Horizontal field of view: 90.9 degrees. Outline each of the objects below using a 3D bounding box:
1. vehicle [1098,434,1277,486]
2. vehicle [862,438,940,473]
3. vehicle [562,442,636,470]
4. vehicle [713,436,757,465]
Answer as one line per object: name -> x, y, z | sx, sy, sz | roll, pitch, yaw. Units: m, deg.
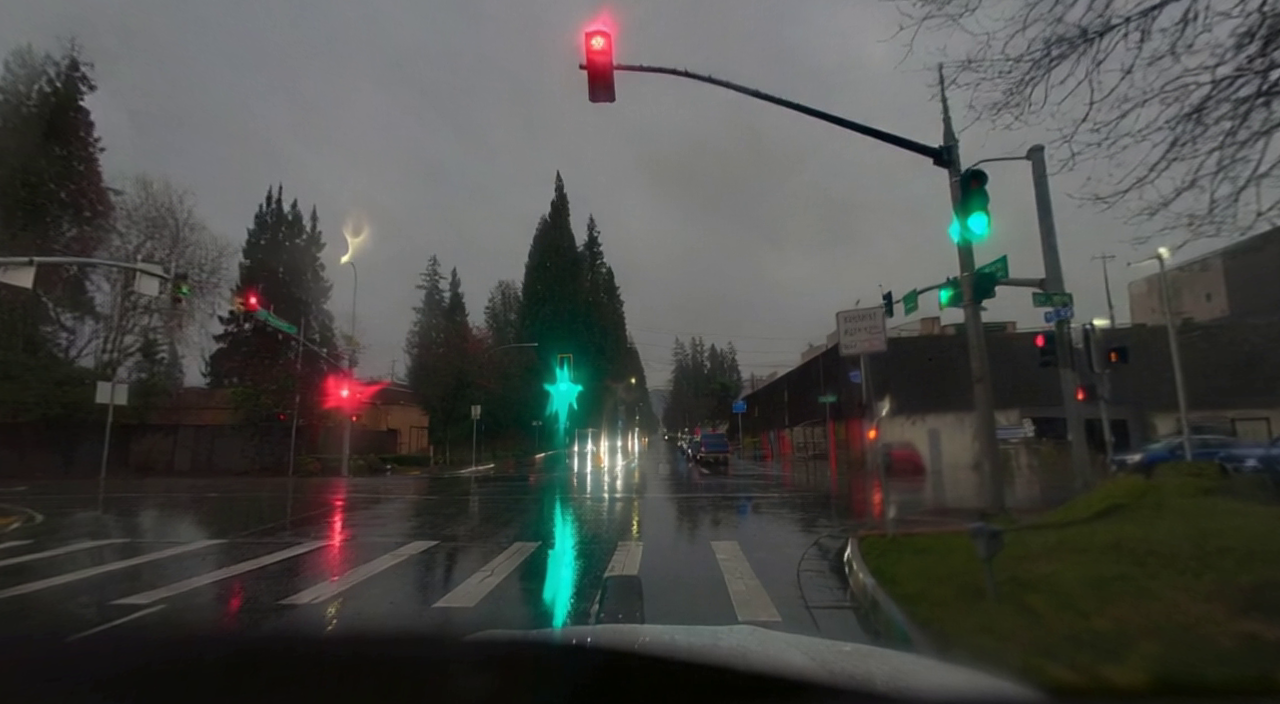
vehicle -> 16.806, 3.321, 19.512 | 3.876, 1.512, 1.784 | 0, -8, -1
vehicle -> 12.406, 5.040, 30.271 | 1.922, 1.529, 3.964 | 0, -11, -2
vehicle -> -2.445, 6.153, 37.555 | 3.991, 1.526, 1.868 | -5, -9, 30
vehicle -> 6.912, 7.200, 46.170 | 1.491, 2.041, 2.964 | 6, -9, -35
